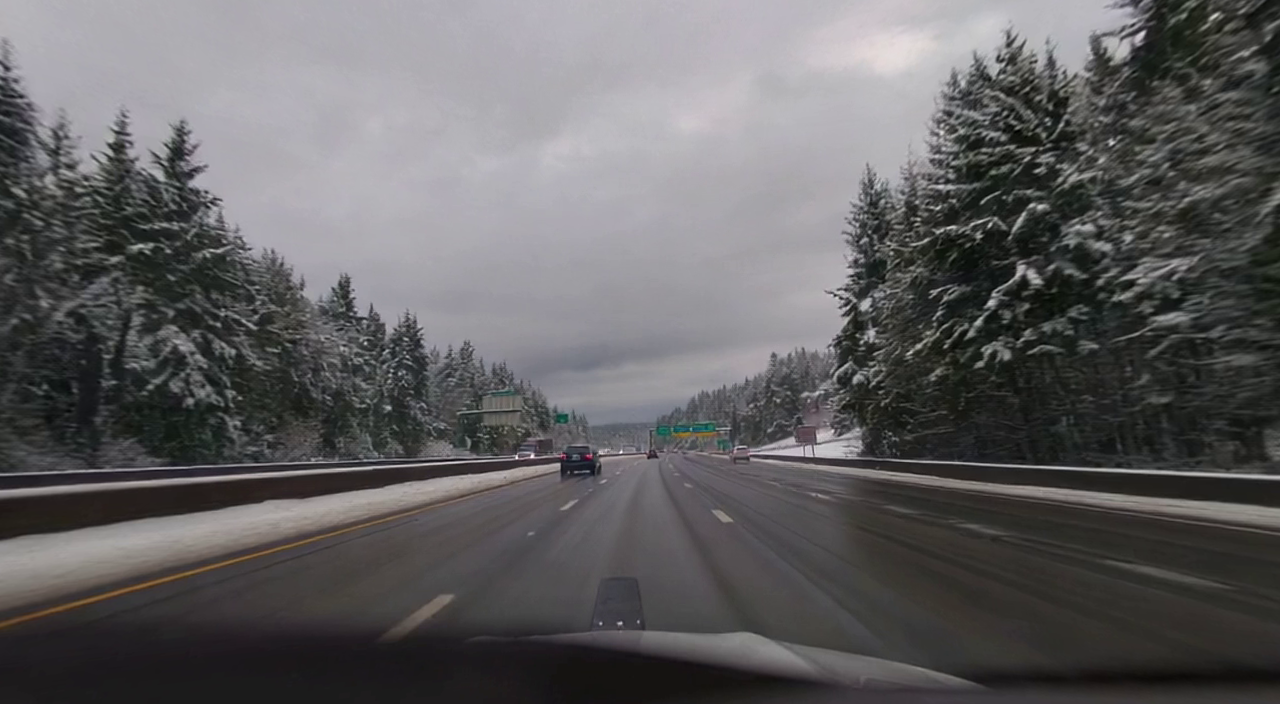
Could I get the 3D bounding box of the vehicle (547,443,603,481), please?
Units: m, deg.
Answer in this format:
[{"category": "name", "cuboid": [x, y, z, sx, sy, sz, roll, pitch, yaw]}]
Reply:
[{"category": "vehicle", "cuboid": [-3.014, 5.213, 30.108, 2.086, 1.650, 4.122, 0, -9, 2]}]
